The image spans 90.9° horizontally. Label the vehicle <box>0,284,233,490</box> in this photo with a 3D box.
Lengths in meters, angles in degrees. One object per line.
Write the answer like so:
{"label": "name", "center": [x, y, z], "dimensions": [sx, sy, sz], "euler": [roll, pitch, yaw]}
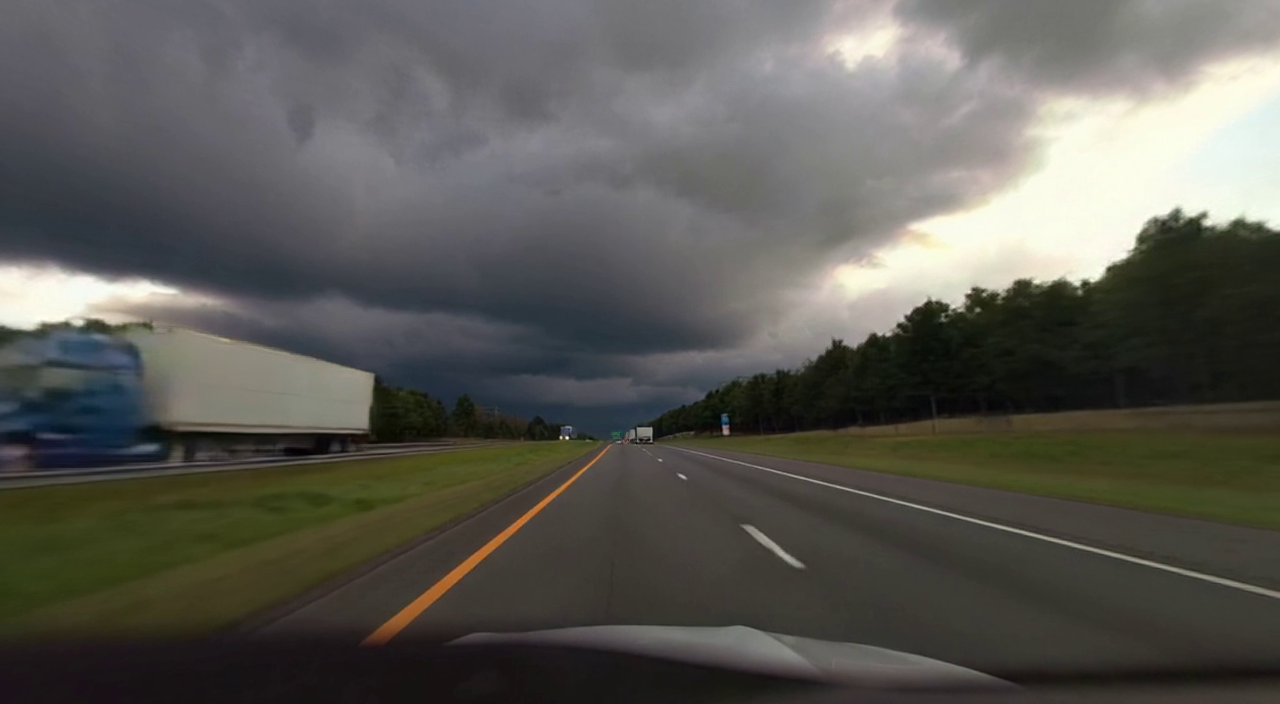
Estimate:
{"label": "vehicle", "center": [-12.927, 1.003, 14.649], "dimensions": [2.994, 3.854, 5.842], "euler": [0, -8, -2]}
